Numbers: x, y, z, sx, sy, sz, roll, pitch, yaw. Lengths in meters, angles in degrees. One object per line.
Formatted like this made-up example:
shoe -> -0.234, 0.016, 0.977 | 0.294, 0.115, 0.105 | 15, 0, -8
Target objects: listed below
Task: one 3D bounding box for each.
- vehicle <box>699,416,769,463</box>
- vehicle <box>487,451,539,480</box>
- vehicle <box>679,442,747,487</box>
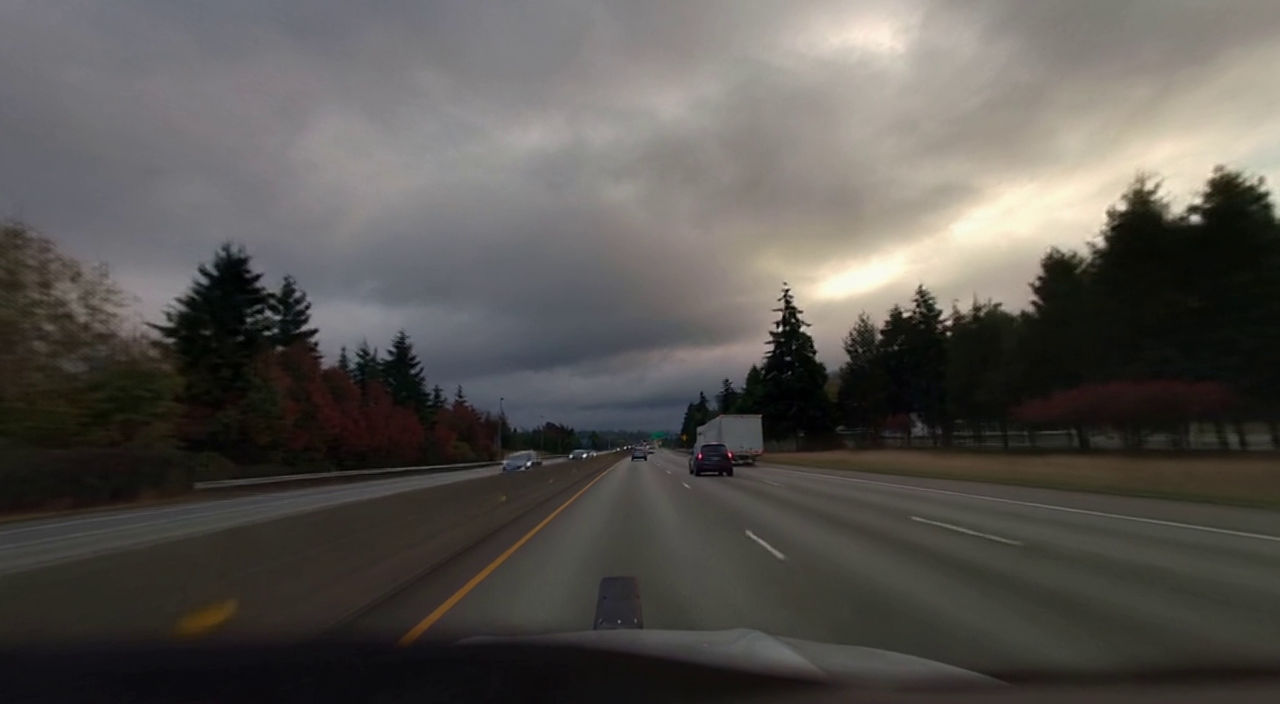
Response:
vehicle -> 6.834, 6.693, 47.332 | 3.536, 3.160, 9.428 | 0, -9, -2
vehicle -> -7.129, 6.397, 35.685 | 1.979, 1.503, 4.572 | 0, -9, 0
vehicle -> 2.853, 4.546, 25.804 | 2.123, 1.620, 4.959 | 0, -9, -1
